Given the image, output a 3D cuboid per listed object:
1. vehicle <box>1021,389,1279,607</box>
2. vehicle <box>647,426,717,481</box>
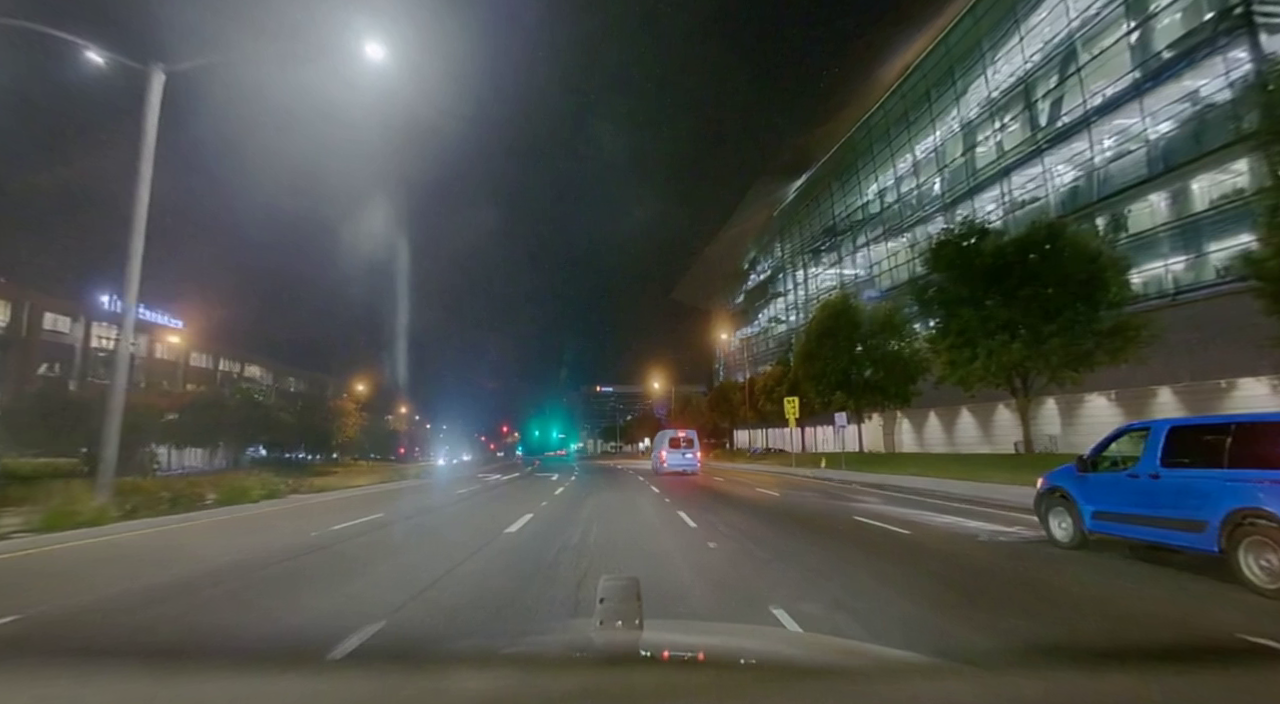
[{"bbox_3d":[6.099,1.309,5.999,1.992,1.726,4.434,0,-9,-2],"label":"vehicle"},{"bbox_3d":[1.747,4.500,28.122,2.339,2.244,4.817,1,-9,-5],"label":"vehicle"}]
